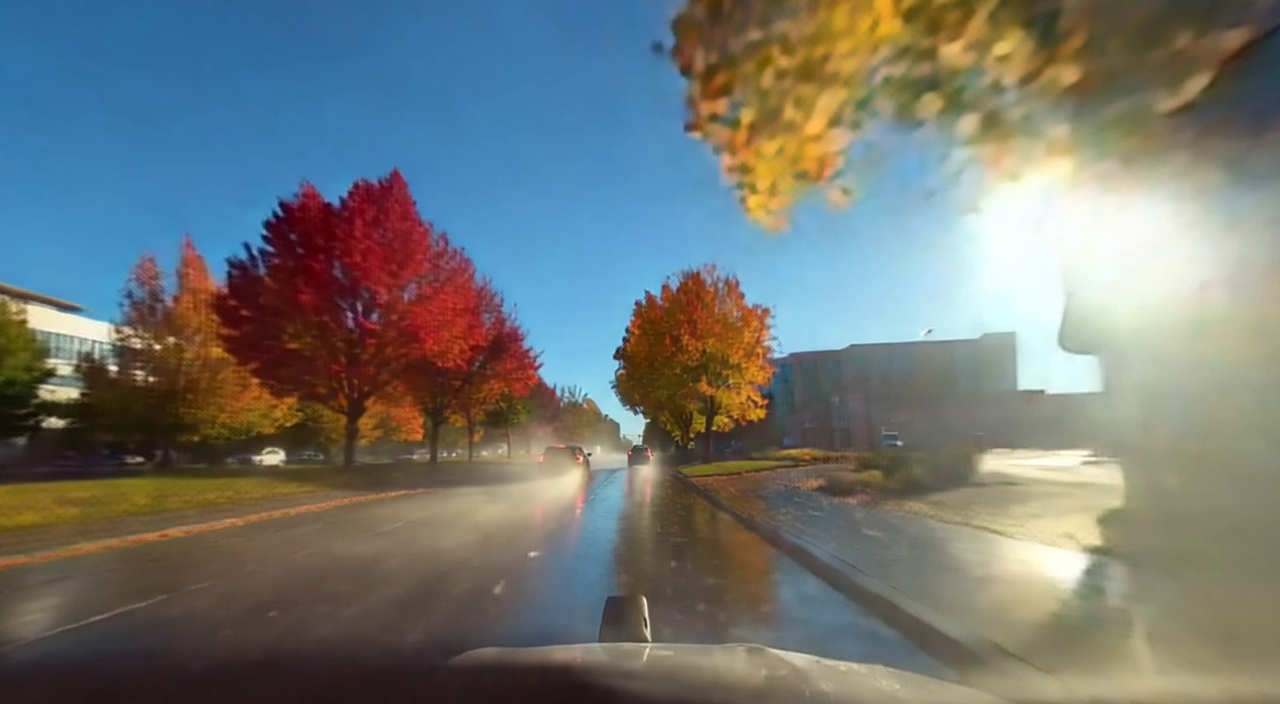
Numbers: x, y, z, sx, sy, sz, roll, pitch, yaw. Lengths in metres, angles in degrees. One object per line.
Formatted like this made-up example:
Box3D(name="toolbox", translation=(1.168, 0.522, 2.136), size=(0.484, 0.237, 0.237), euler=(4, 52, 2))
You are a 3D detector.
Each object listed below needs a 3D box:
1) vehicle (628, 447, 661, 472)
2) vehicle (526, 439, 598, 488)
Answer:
Box3D(name="vehicle", translation=(0.256, 6.814, 40.153), size=(2.040, 1.493, 3.682), euler=(1, -8, -1))
Box3D(name="vehicle", translation=(-2.946, 4.304, 24.682), size=(2.197, 1.709, 4.069), euler=(0, -8, 2))
